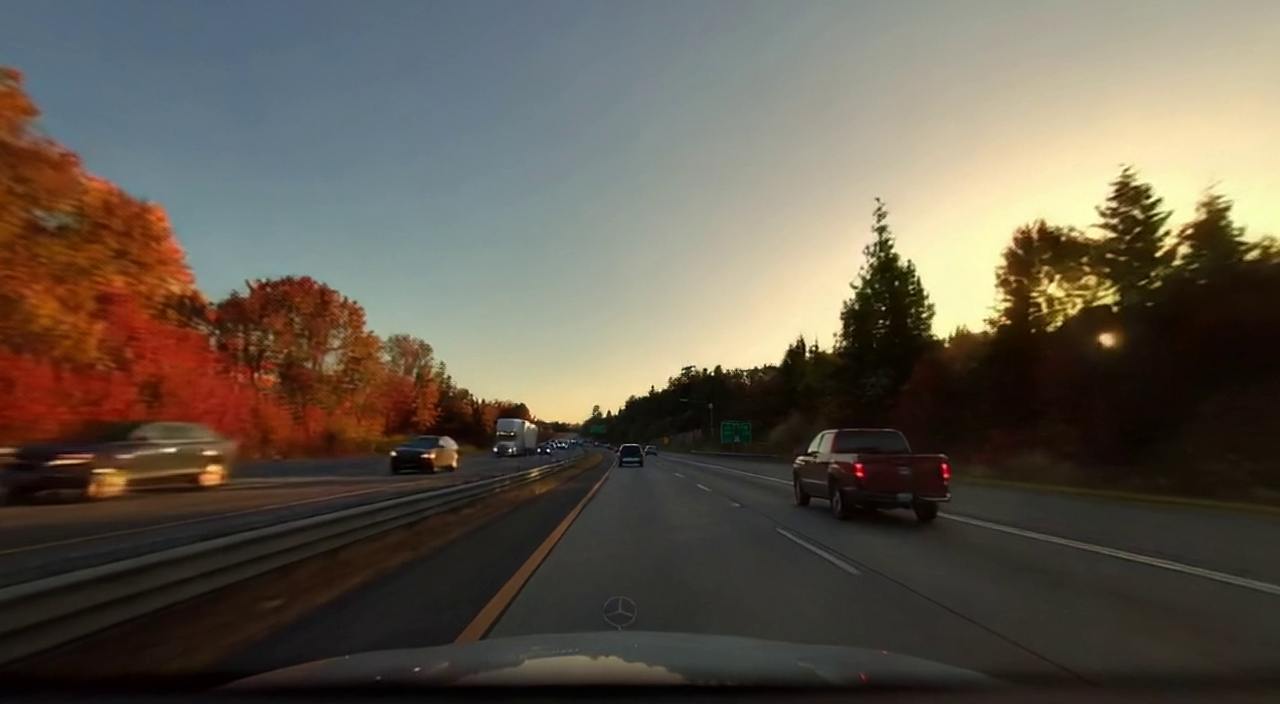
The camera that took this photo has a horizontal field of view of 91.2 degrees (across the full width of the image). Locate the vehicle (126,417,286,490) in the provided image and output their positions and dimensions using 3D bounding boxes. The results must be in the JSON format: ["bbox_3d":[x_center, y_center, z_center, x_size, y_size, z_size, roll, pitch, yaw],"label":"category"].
[{"bbox_3d":[-12.374,2.914,18.202,2.022,1.882,3.487,-1,-9,1],"label":"vehicle"}]

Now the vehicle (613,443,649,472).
[{"bbox_3d":[-0.591,6.681,39.928,2.151,1.693,4.201,0,-9,-1],"label":"vehicle"}]

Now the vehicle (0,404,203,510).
[{"bbox_3d":[-12.310,2.248,13.620,2.160,1.890,4.748,-1,-9,0],"label":"vehicle"}]

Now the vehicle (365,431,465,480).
[{"bbox_3d":[-8.332,3.871,23.670,2.047,1.628,4.536,-1,-9,1],"label":"vehicle"}]

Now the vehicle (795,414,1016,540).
[{"bbox_3d":[4.259,2.073,10.951,1.982,1.745,4.151,0,-9,0],"label":"vehicle"}]
